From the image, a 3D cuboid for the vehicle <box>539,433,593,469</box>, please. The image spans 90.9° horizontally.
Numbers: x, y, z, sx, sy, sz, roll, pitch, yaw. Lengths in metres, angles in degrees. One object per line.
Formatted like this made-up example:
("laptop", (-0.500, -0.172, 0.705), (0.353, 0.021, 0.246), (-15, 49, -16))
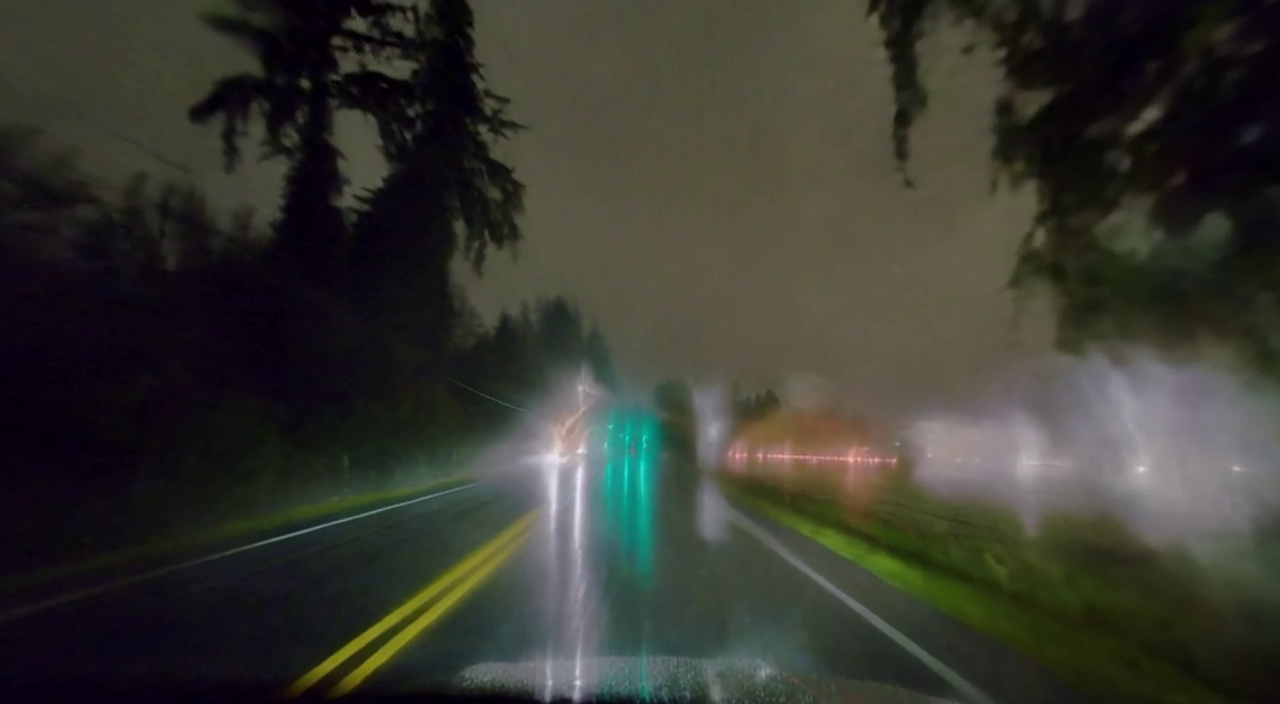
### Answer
("vehicle", (-4.231, 5.804, 37.401), (2.531, 1.923, 6.417), (0, -8, -1))
